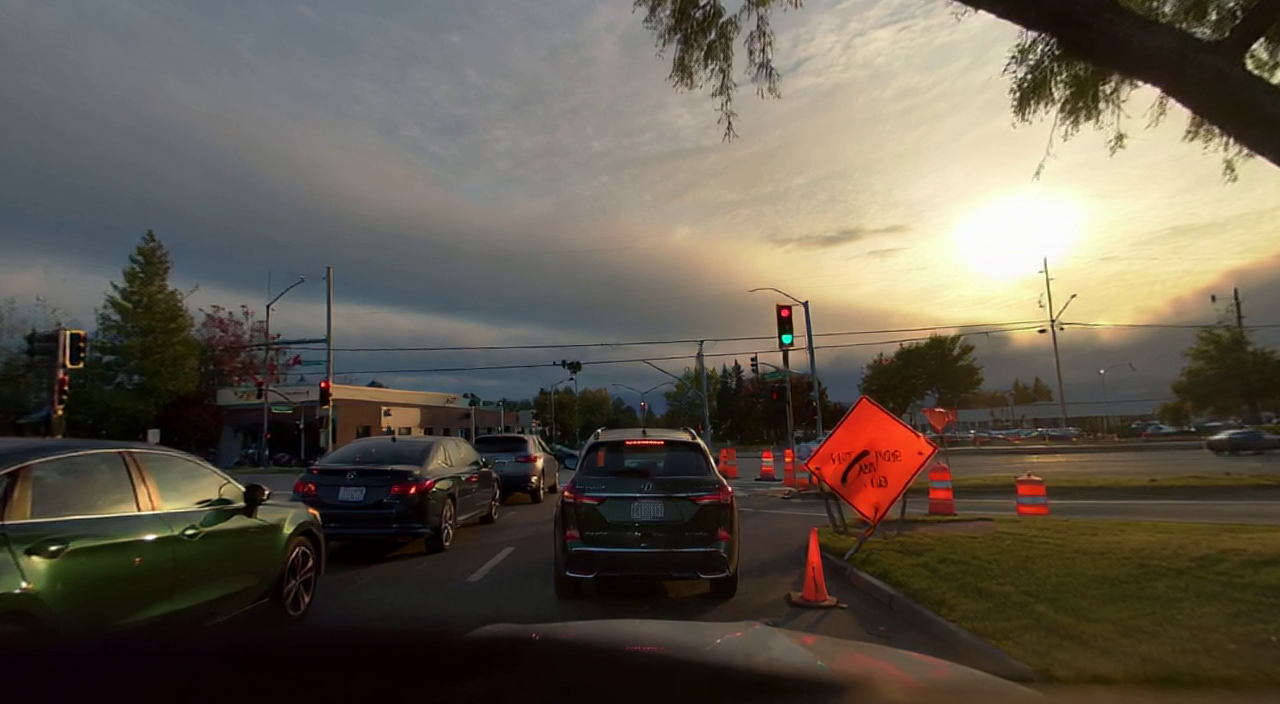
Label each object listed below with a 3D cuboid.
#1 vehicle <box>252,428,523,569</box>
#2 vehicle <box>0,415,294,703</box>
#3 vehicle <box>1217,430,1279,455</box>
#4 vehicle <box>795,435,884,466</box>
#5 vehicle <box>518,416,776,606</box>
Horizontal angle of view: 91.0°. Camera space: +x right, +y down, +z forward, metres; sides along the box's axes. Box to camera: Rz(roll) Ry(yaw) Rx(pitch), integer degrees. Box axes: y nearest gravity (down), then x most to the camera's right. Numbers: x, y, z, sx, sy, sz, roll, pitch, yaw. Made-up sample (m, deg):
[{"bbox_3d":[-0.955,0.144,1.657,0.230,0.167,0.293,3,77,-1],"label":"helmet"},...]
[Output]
[{"bbox_3d":[-3.282,1.995,9.444,1.989,1.541,4.626,0,-9,2],"label":"vehicle"},{"bbox_3d":[-3.595,0.943,2.146,2.064,1.497,4.722,0,-9,1],"label":"vehicle"},{"bbox_3d":[40.426,5.897,40.904,4.051,1.583,1.794,0,-9,1],"label":"vehicle"},{"bbox_3d":[12.851,6.406,40.863,5.082,1.907,2.115,0,-9,3],"label":"vehicle"},{"bbox_3d":[0.100,1.617,7.212,2.167,1.560,3.676,0,-9,1],"label":"vehicle"}]
